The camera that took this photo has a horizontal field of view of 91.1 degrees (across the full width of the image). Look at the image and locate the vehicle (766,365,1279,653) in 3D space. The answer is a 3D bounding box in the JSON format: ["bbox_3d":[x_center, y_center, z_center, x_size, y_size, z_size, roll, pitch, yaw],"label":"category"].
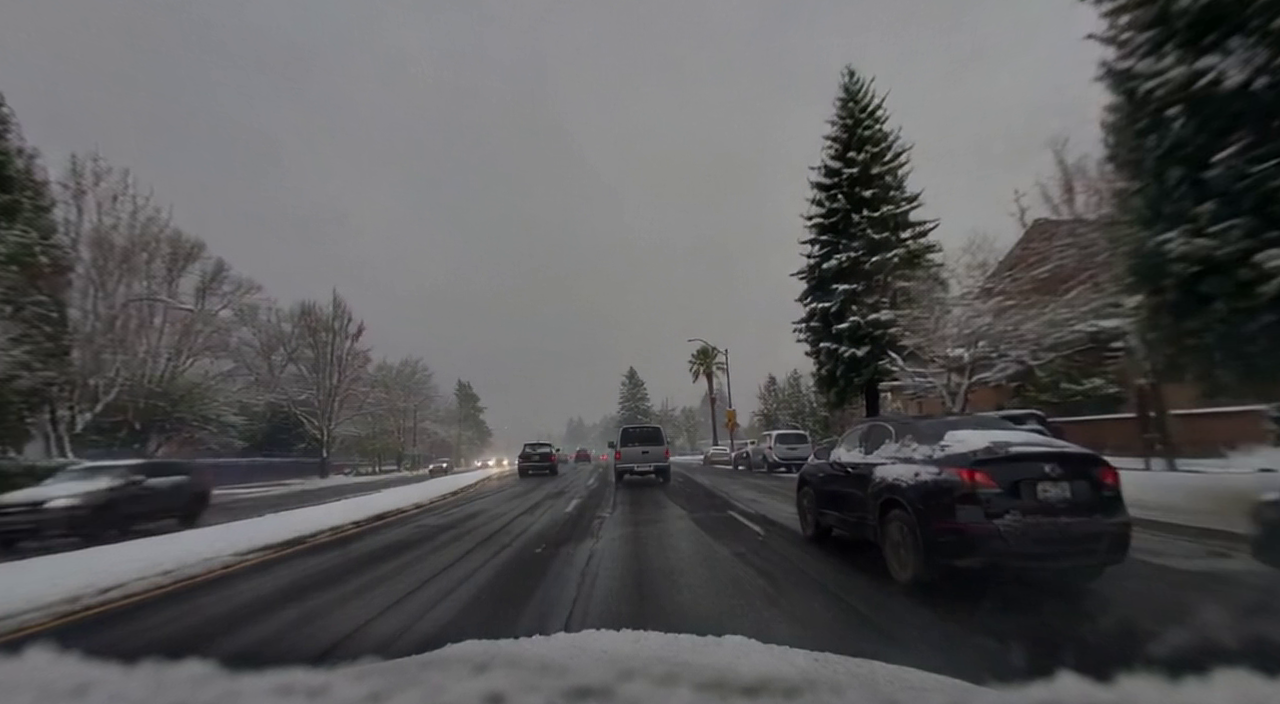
[{"bbox_3d":[3.463,1.464,7.215,2.576,1.815,6.267,0,-9,-1],"label":"vehicle"}]

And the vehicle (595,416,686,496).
[{"bbox_3d":[-0.192,3.330,20.409,2.507,2.161,6.049,0,-9,-4],"label":"vehicle"}]

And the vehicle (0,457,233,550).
[{"bbox_3d":[-11.739,3.247,14.154,2.068,1.630,4.650,0,-9,-1],"label":"vehicle"}]

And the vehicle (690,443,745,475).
[{"bbox_3d":[3.669,5.176,30.617,2.178,1.411,4.732,-1,-9,1],"label":"vehicle"}]

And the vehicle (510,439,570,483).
[{"bbox_3d":[-4.211,4.677,27.168,2.235,1.682,4.662,0,-9,-5],"label":"vehicle"}]
